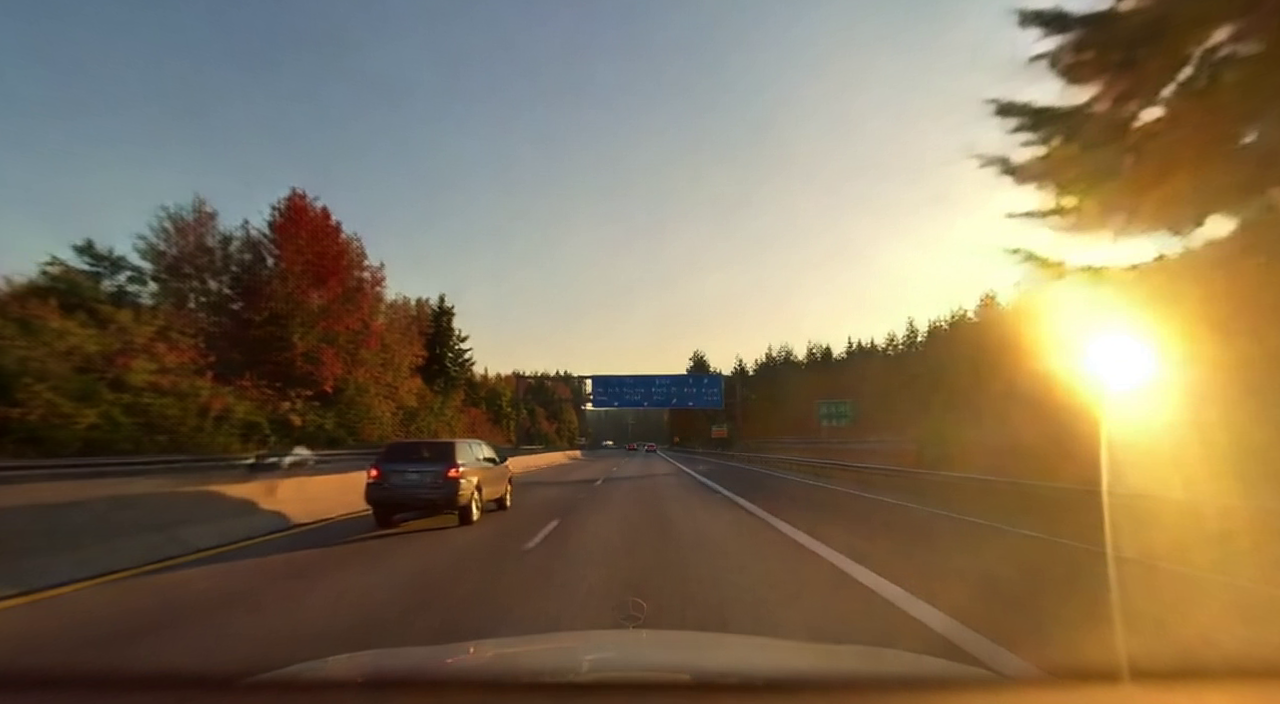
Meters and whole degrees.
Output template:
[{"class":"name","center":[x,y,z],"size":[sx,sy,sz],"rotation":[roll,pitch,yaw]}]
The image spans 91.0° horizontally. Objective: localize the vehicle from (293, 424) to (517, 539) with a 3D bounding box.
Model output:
[{"class":"vehicle","center":[-3.585,2.056,10.641],"size":[2.051,1.531,4.250],"rotation":[0,-8,1]}]

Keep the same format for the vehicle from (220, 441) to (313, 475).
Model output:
[{"class":"vehicle","center":[-18.459,5.224,31.335],"size":[1.895,1.574,4.217],"rotation":[0,-8,3]}]
